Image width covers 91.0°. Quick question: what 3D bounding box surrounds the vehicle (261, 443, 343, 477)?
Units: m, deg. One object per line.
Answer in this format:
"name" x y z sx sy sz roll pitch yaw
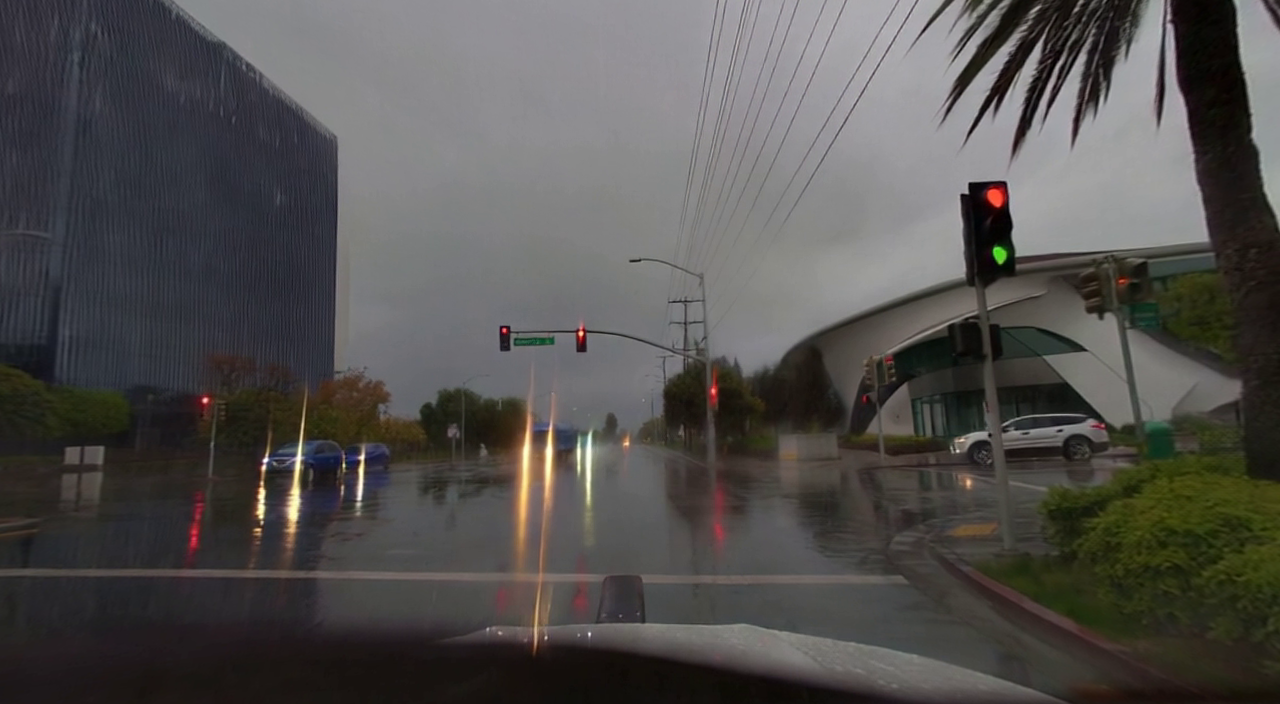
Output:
"vehicle" -19.059 6.087 35.782 2.017 1.739 4.569 0 -9 2

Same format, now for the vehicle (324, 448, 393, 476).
"vehicle" -15.335 5.988 34.490 1.875 1.389 3.784 0 -9 3
